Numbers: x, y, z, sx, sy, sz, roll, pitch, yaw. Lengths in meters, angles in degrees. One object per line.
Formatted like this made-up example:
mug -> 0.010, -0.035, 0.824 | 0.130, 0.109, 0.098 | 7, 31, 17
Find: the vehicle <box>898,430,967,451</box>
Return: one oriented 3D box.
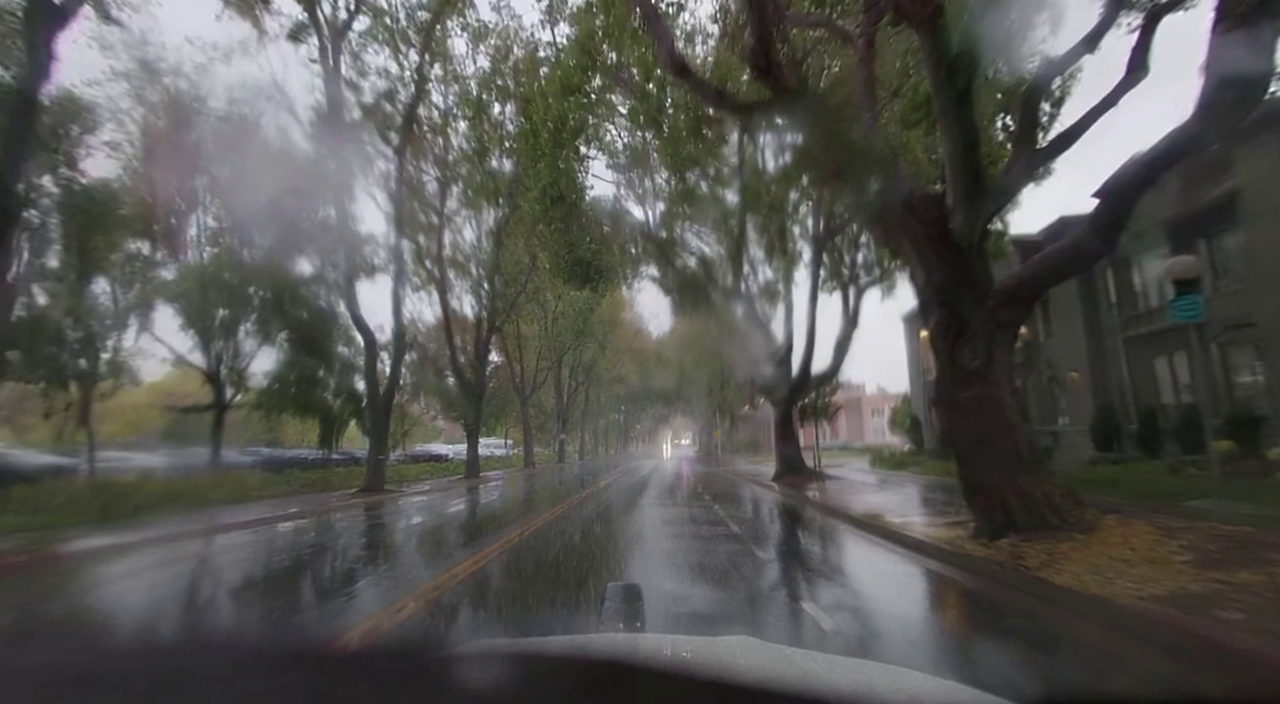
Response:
vehicle -> 22.228, 6.741, 48.116 | 4.293, 1.473, 1.843 | -1, -7, 3
